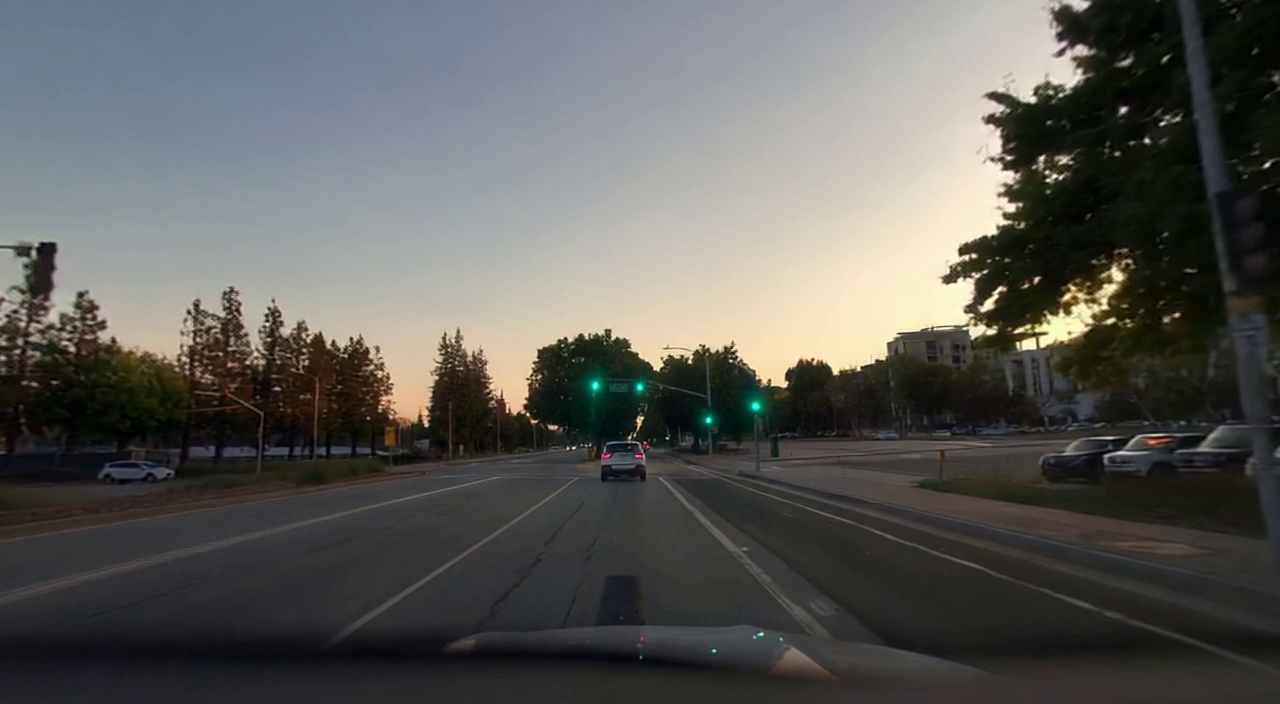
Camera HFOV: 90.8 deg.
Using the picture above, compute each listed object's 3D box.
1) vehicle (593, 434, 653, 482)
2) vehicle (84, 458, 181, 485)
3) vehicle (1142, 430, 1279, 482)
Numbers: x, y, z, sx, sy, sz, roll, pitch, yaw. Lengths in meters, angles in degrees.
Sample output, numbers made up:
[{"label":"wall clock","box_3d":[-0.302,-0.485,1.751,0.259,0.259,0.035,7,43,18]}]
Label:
[{"label":"vehicle","box_3d":[-0.636,4.084,24.626,2.130,1.711,4.038,0,-8,-1]},{"label":"vehicle","box_3d":[-35.005,8.261,43.674,4.884,1.736,2.049,0,-8,-1]},{"label":"vehicle","box_3d":[17.098,2.980,18.227,3.720,1.414,1.719,0,-8,-2]}]
